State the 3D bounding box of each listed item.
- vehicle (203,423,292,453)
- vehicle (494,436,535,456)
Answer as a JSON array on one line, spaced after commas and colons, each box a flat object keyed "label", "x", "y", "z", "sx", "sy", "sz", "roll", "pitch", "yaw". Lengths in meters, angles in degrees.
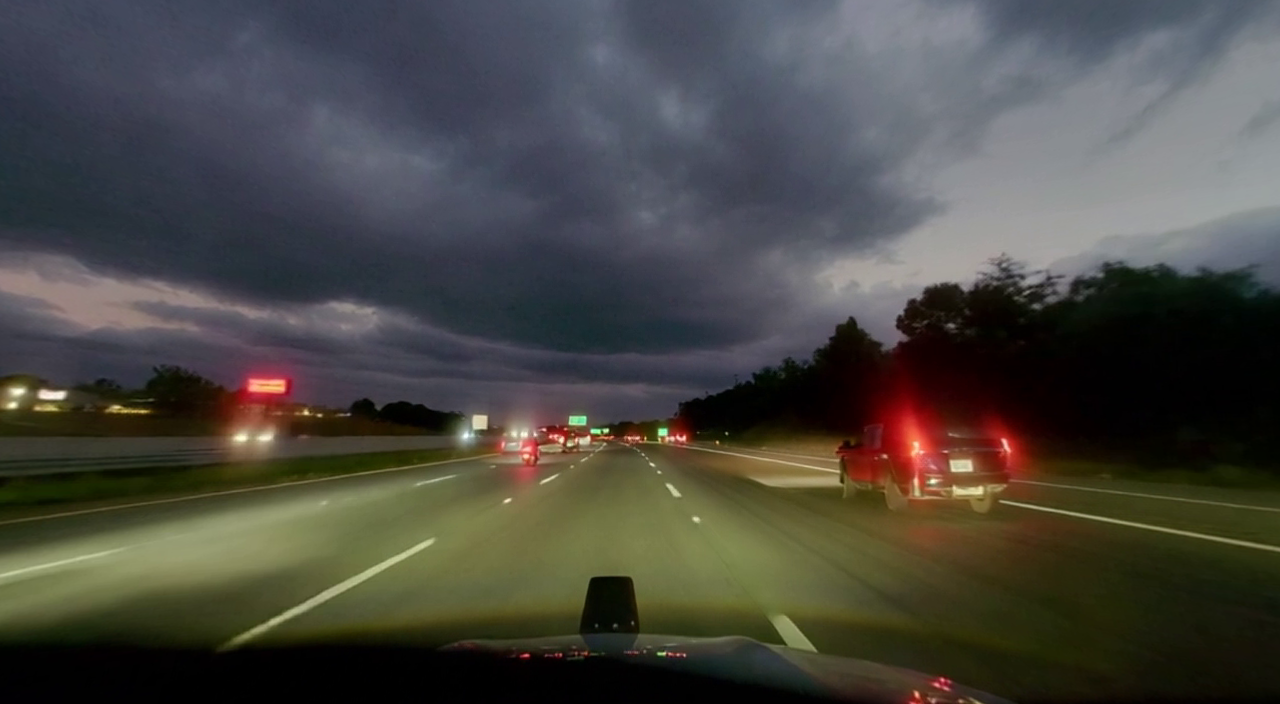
[{"label": "vehicle", "x": -20.925, "y": 4.625, "z": 33.871, "sx": 1.905, "sy": 1.523, "sz": 4.576, "roll": 0, "pitch": -8, "yaw": -1}, {"label": "vehicle", "x": -9.307, "y": 6.967, "z": 47.103, "sx": 2.053, "sy": 1.409, "sz": 4.704, "roll": 0, "pitch": -8, "yaw": 0}]
